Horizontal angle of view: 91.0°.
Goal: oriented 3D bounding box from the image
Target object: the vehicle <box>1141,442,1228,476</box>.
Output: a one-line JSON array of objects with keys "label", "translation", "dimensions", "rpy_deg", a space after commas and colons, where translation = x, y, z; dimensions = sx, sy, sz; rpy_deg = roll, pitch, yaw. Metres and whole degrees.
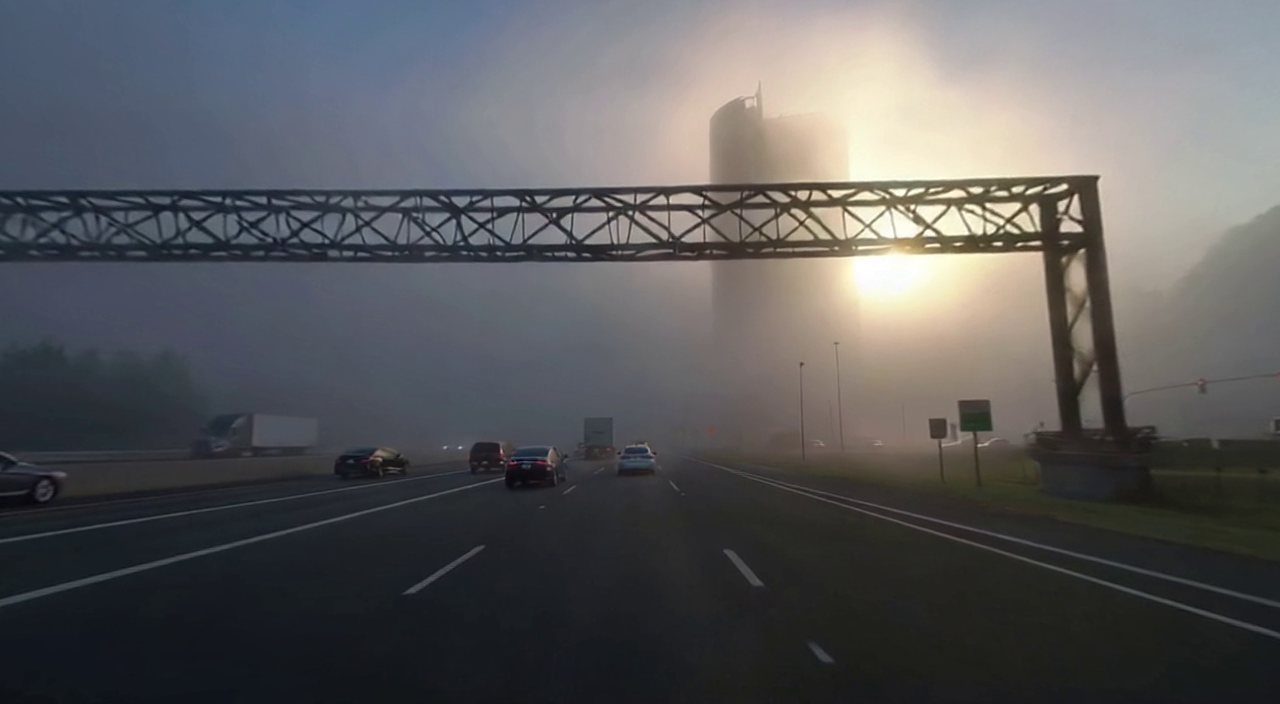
[{"label": "vehicle", "translation": [26.718, 5.224, 31.073], "dimensions": [2.059, 1.507, 4.352], "rpy_deg": [-4, -9, 25]}]

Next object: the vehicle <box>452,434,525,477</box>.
[{"label": "vehicle", "translation": [-6.980, 4.828, 29.622], "dimensions": [2.190, 1.821, 4.800], "rpy_deg": [0, -8, 1]}]

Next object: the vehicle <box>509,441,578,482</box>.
[{"label": "vehicle", "translation": [-3.762, 4.361, 25.363], "dimensions": [2.016, 1.497, 4.235], "rpy_deg": [0, -8, 1]}]

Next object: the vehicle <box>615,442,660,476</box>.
[{"label": "vehicle", "translation": [-0.120, 5.067, 29.960], "dimensions": [1.991, 1.488, 3.922], "rpy_deg": [0, -8, 0]}]

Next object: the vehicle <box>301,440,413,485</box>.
[{"label": "vehicle", "translation": [-10.517, 4.119, 23.849], "dimensions": [1.987, 1.495, 4.710], "rpy_deg": [0, -8, 1]}]
